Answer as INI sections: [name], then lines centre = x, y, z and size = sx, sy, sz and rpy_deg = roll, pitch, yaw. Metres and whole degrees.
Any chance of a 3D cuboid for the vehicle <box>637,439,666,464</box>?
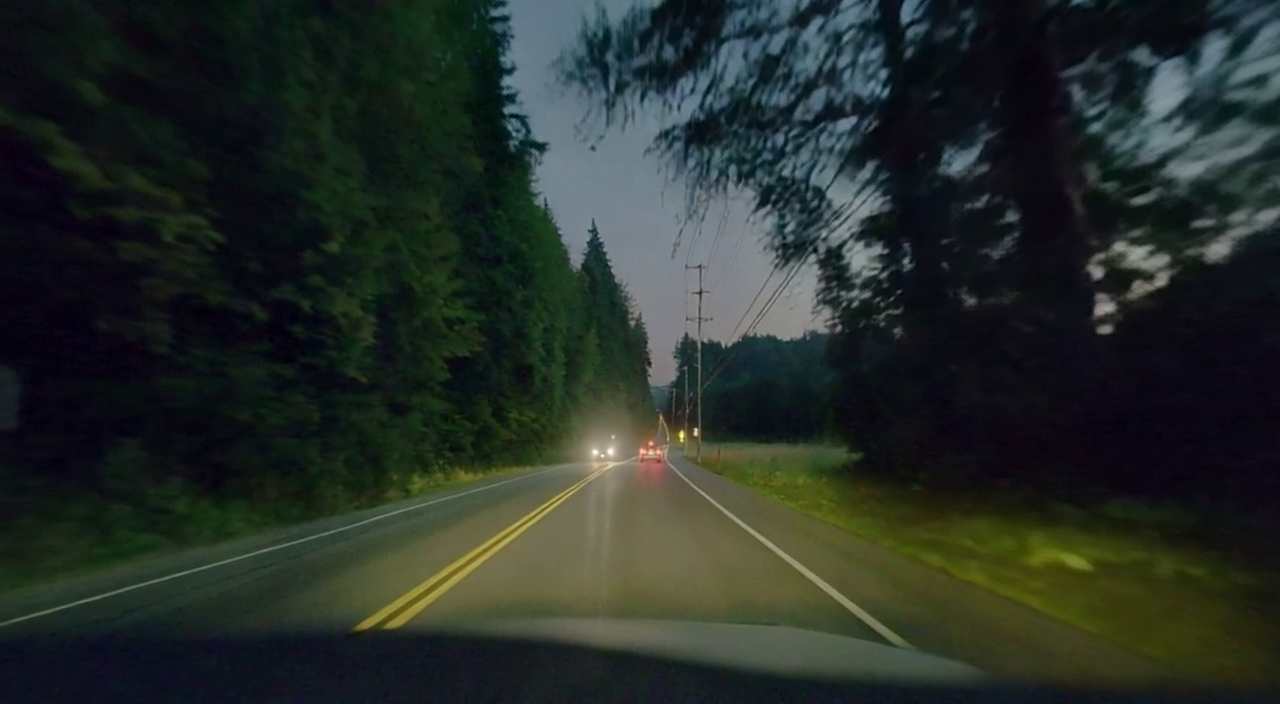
[vehicle]
centre = 0.833, 7.416, 47.091
size = 2.083, 1.767, 4.448
rpy_deg = 0, -9, 1
